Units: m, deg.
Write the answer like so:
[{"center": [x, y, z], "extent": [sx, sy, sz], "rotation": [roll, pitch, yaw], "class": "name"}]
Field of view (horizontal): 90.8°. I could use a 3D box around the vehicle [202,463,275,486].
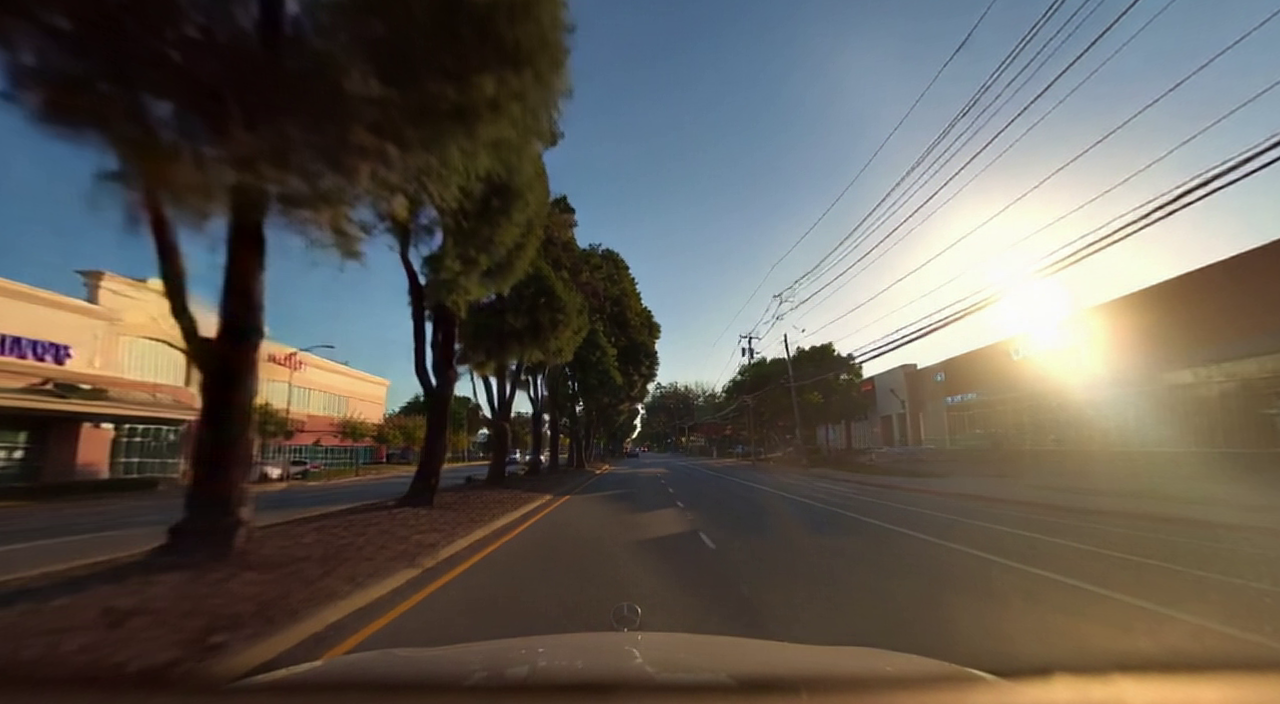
[{"center": [-30.465, 9.288, 48.039], "extent": [4.377, 1.520, 1.843], "rotation": [-3, -9, 3], "class": "vehicle"}]
